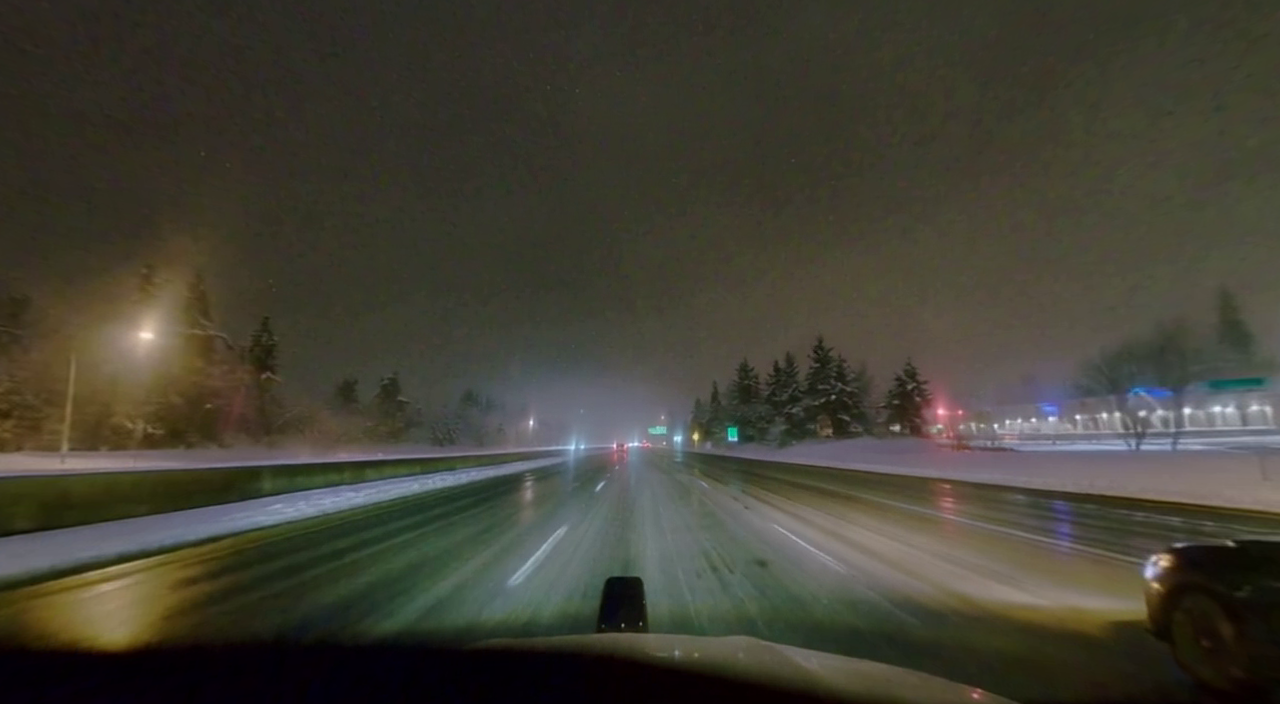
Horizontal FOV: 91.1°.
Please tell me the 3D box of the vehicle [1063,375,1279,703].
[{"bbox_3d":[3.788,0.709,1.508,2.071,1.560,4.983,0,-8,0],"label":"vehicle"}]
